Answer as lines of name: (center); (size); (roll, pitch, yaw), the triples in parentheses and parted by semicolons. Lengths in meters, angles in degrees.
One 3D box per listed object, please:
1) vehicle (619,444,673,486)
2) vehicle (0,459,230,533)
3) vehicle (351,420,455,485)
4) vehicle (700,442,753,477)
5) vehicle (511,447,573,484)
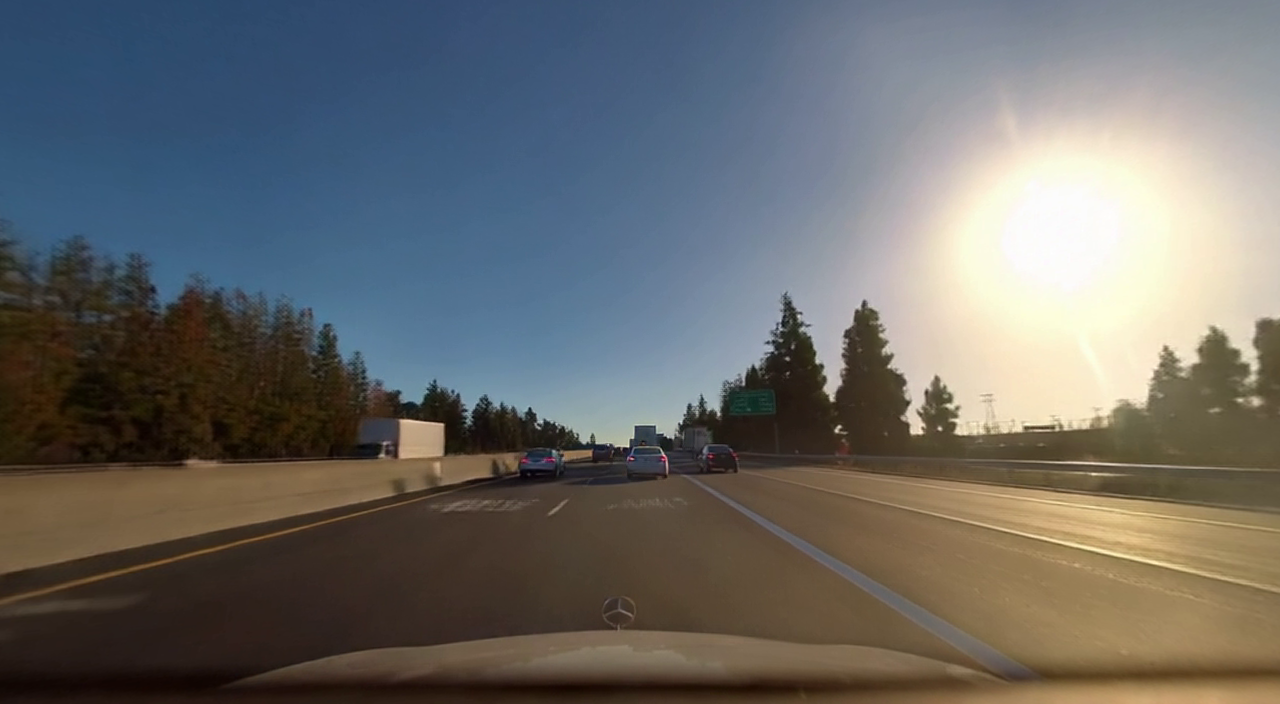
vehicle: (0.233, 4.607, 25.812); (2.015, 1.526, 4.286); (0, -9, 0)
vehicle: (-12.794, 3.484, 15.718); (1.923, 1.488, 4.501); (0, -9, 0)
vehicle: (-12.524, 5.416, 33.902); (2.653, 3.121, 6.846); (-1, -9, 3)
vehicle: (4.345, 5.488, 32.100); (2.018, 1.639, 4.149); (0, -9, -1)
vehicle: (-4.167, 4.909, 27.368); (1.967, 1.473, 4.439); (0, -9, 1)
